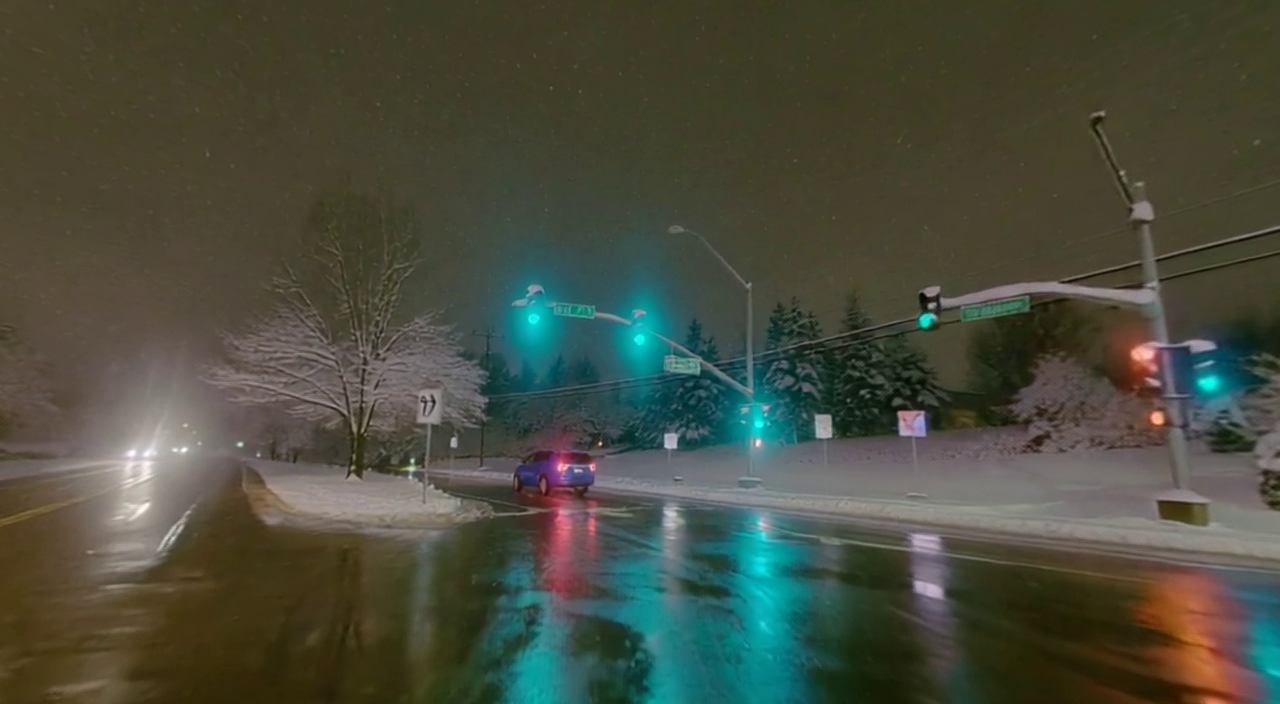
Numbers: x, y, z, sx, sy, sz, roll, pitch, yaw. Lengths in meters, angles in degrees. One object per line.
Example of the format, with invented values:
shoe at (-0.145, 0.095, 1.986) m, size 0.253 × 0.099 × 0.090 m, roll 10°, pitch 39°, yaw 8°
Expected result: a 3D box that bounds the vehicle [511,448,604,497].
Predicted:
vehicle at (-3.578, 4.937, 26.418) m, size 2.284 × 1.788 × 4.871 m, roll 5°, pitch -9°, yaw -27°
